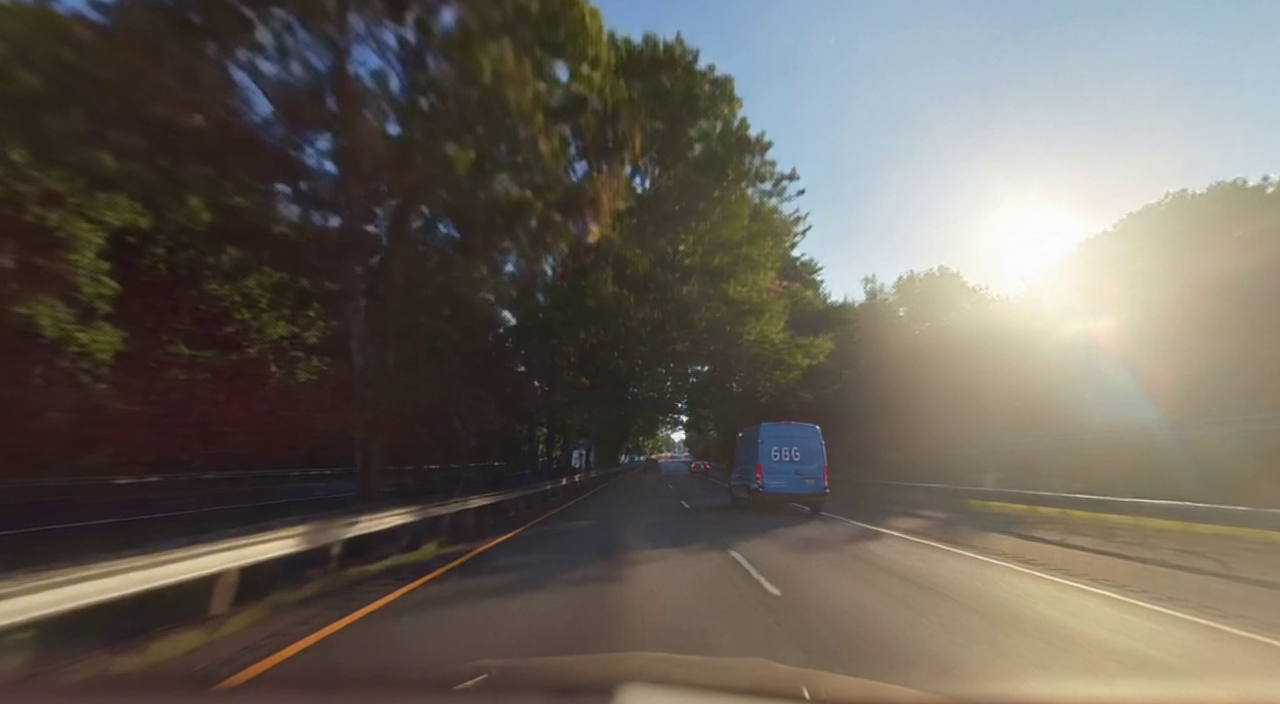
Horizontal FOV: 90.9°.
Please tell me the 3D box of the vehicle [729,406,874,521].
[{"bbox_3d":[4.096,3.082,17.360,2.366,2.595,5.793,1,-11,-1],"label":"vehicle"}]
